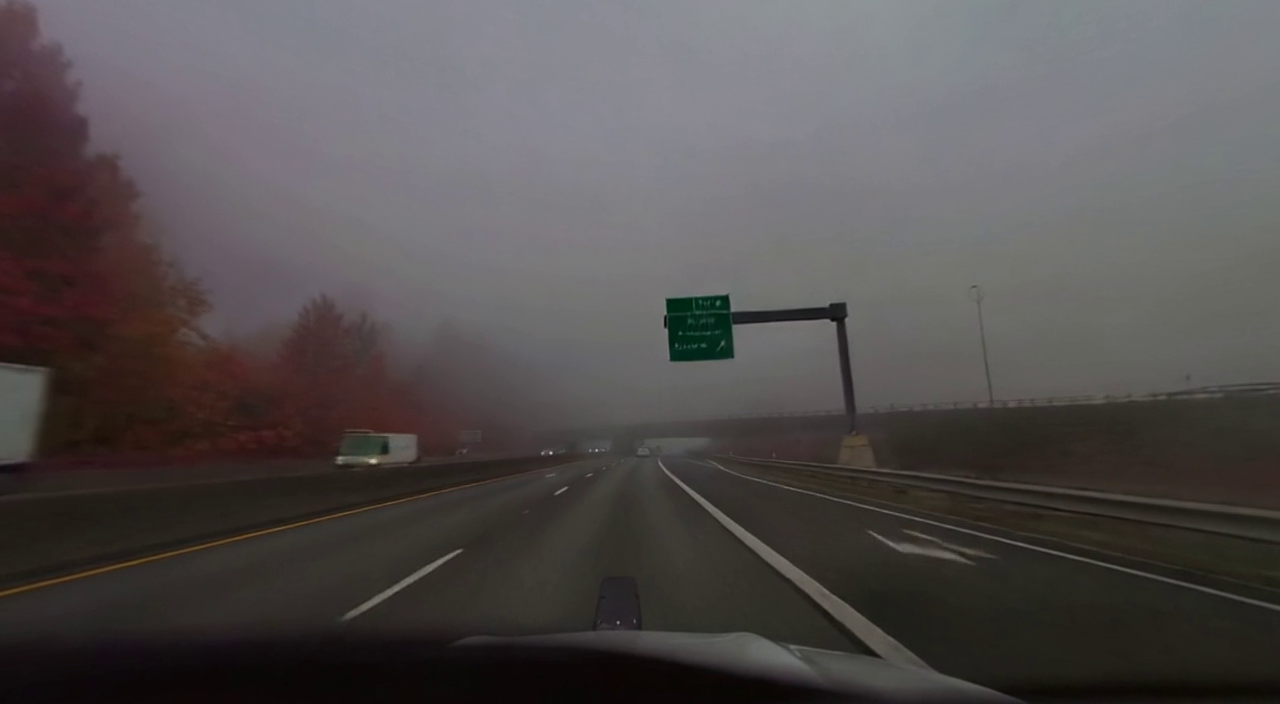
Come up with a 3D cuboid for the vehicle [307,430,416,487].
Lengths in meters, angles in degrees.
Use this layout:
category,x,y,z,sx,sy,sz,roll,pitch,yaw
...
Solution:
category,x,y,z,sx,sy,sz,roll,pitch,yaw
vehicle,-12.890,4.981,29.584,2.347,2.351,5.933,-1,-9,1
